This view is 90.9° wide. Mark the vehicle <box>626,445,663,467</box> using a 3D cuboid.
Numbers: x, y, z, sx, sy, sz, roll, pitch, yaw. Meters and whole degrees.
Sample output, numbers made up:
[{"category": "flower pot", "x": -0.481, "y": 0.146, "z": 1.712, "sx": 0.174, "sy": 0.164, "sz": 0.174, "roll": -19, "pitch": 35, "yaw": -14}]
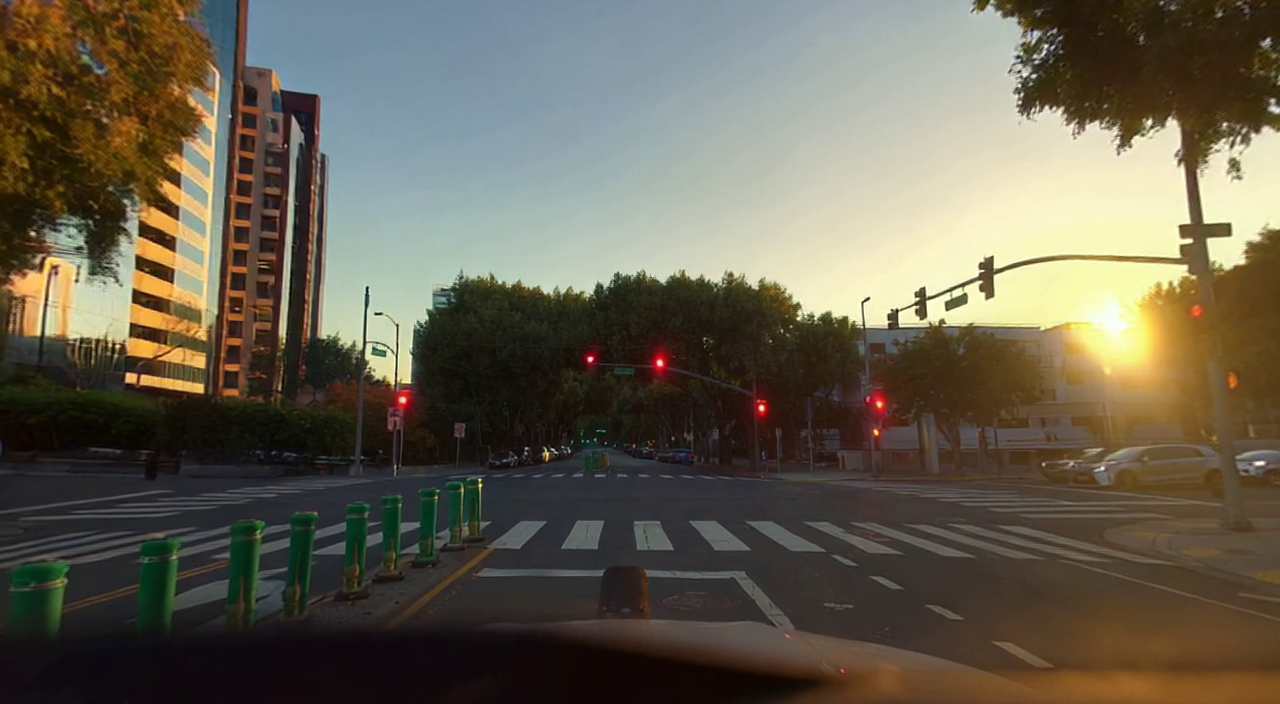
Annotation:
[{"category": "vehicle", "x": 0.291, "y": 7.672, "z": 46.767, "sx": 1.972, "sy": 1.522, "sz": 4.368, "roll": 1, "pitch": -9, "yaw": -10}]

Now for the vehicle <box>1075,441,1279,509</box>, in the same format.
[{"category": "vehicle", "x": 12.993, "y": 2.795, "z": 14.570, "sx": 4.424, "sy": 1.436, "sz": 1.804, "roll": 0, "pitch": -8, "yaw": 5}]
